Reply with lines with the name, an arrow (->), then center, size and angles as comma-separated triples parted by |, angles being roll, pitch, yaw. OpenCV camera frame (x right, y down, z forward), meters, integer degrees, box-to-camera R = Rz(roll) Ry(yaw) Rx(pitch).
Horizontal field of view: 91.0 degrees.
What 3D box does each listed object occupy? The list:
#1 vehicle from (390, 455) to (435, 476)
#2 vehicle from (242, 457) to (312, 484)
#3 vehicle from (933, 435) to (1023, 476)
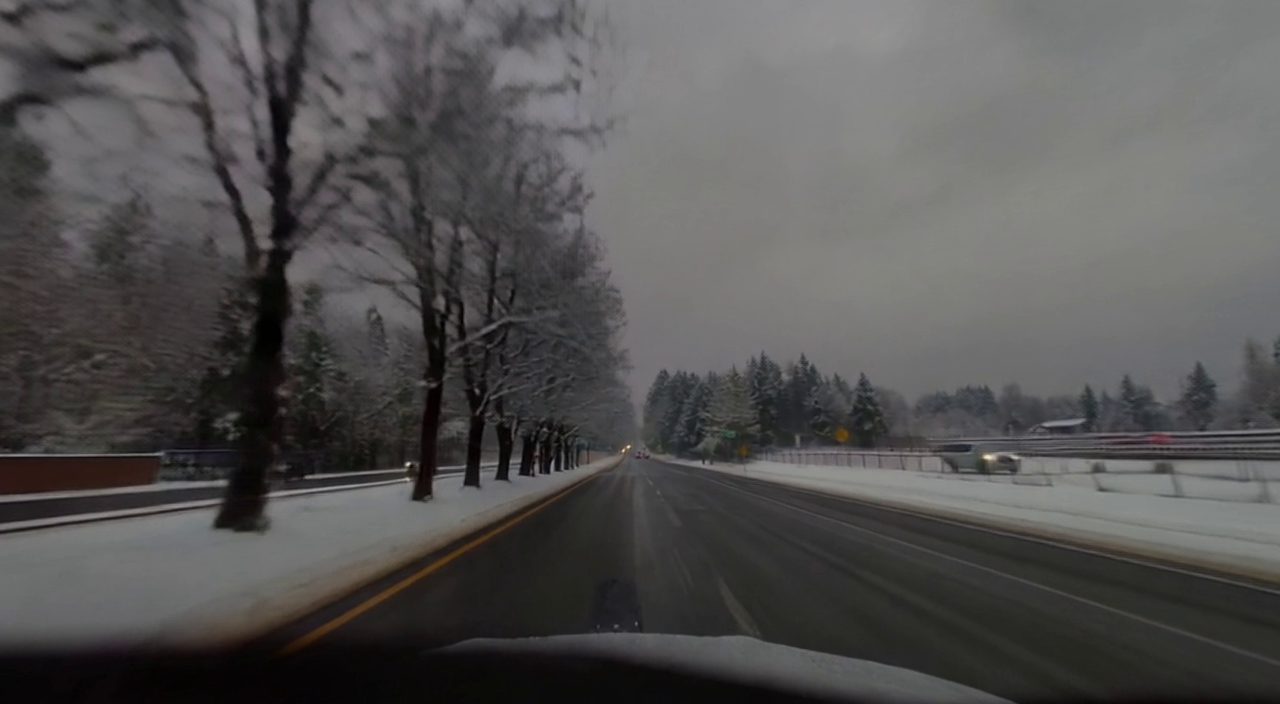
vehicle -> -17.512, 8.711, 48.594 | 1.845, 1.478, 4.574 | 1, -9, -1
vehicle -> -25.431, 8.279, 44.304 | 2.005, 1.708, 4.760 | 0, -9, 1
vehicle -> 16.489, 5.040, 30.990 | 1.855, 1.670, 4.616 | -4, -7, 1
